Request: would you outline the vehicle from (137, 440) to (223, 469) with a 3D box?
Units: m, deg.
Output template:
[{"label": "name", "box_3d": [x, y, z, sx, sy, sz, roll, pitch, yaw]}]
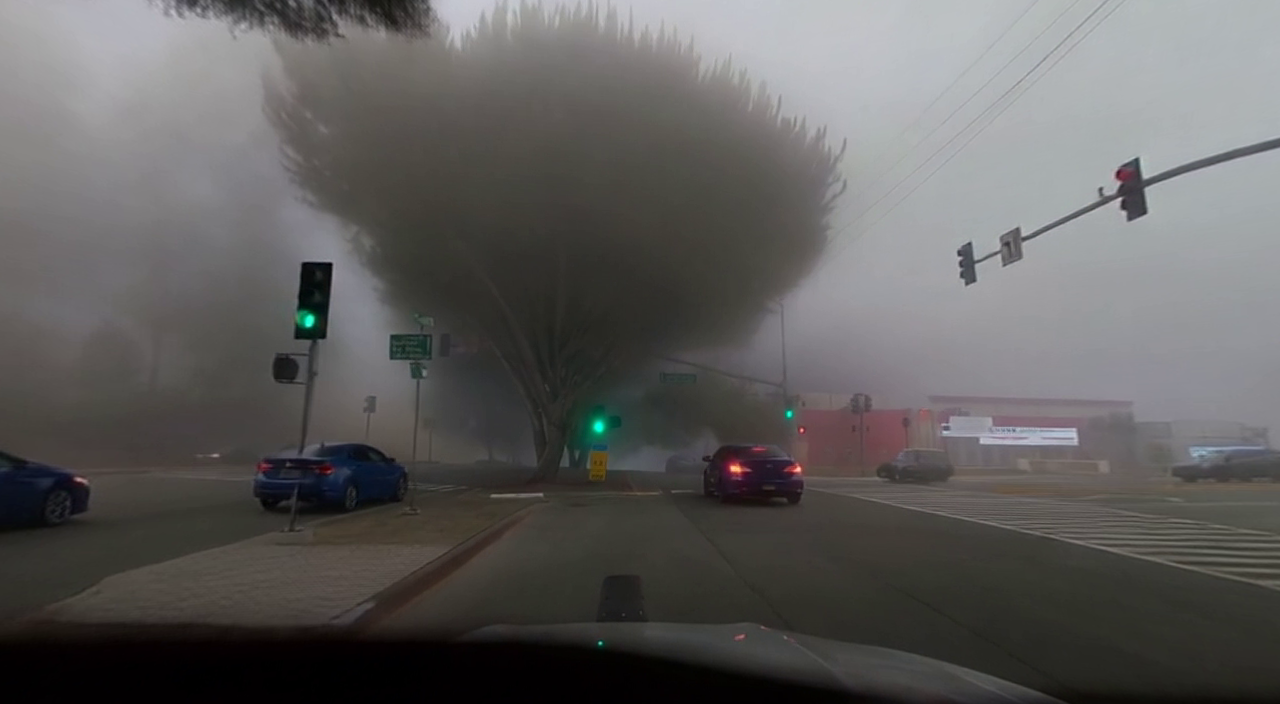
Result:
[{"label": "vehicle", "box_3d": [-30.065, 6.717, 41.411, 2.134, 1.778, 4.750, 0, -8, -2]}]

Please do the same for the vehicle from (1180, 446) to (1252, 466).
[{"label": "vehicle", "box_3d": [43.732, 7.871, 47.977, 1.723, 1.431, 3.880, 0, -8, -2]}]

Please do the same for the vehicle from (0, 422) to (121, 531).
[{"label": "vehicle", "box_3d": [-9.856, 1.683, 8.410, 1.979, 1.494, 4.693, 0, -8, -2]}]

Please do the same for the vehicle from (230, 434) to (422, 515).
[{"label": "vehicle", "box_3d": [-6.555, 2.586, 13.876, 1.995, 1.470, 4.556, 0, -8, -2]}]

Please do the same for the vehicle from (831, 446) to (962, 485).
[{"label": "vehicle", "box_3d": [10.572, 4.648, 26.112, 4.703, 1.492, 1.930, 2, -9, -14]}]

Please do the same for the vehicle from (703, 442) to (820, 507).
[{"label": "vehicle", "box_3d": [3.043, 3.174, 16.926, 1.940, 1.487, 4.562, 0, -8, -4]}]

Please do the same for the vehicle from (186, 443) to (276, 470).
[{"label": "vehicle", "box_3d": [-23.344, 5.988, 36.254, 2.119, 1.428, 4.622, 0, -8, -1]}]
